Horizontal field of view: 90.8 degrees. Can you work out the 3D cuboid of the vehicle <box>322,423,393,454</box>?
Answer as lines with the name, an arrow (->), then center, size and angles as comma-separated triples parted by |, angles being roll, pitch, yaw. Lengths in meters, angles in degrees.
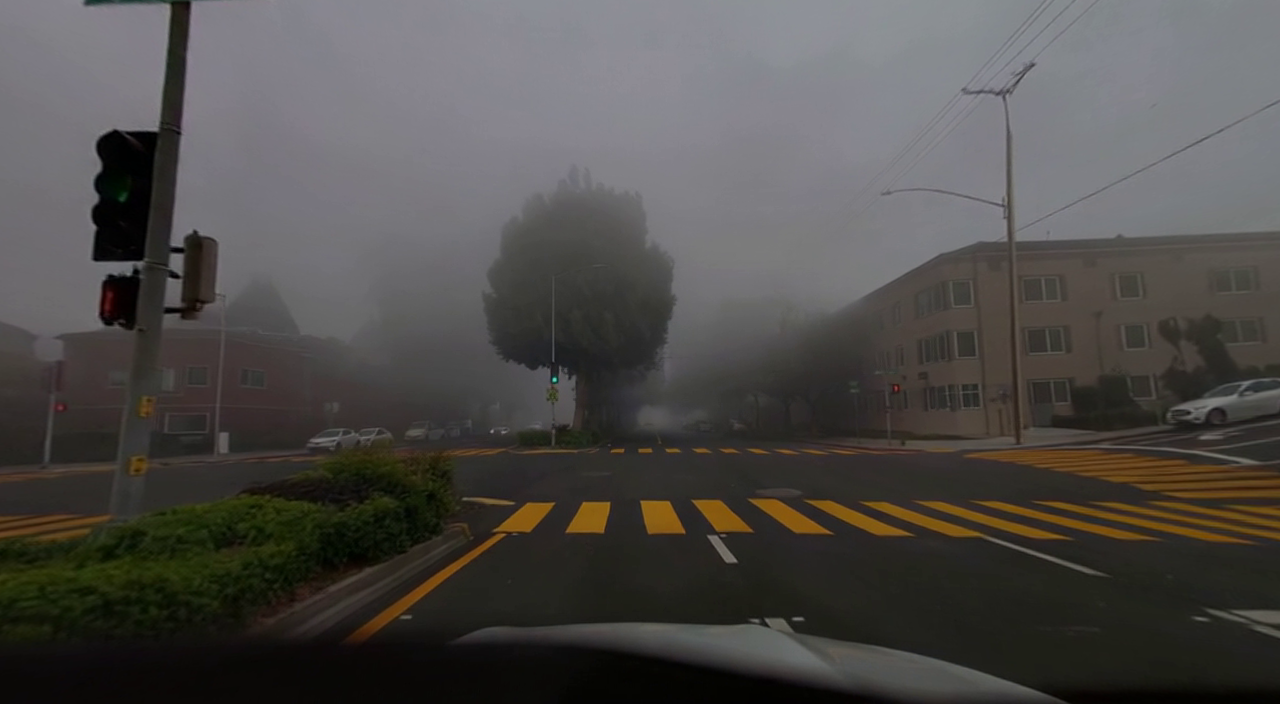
vehicle -> -18.313, 5.701, 41.231 | 2.225, 1.871, 5.189 | 0, -9, 0

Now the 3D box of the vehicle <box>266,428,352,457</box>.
vehicle -> -18.104, 5.025, 34.897 | 1.939, 1.430, 5.533 | 0, -9, -2

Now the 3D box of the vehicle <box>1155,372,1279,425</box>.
vehicle -> 22.328, 1.703, 23.677 | 4.531, 1.753, 1.964 | -2, -2, -5
